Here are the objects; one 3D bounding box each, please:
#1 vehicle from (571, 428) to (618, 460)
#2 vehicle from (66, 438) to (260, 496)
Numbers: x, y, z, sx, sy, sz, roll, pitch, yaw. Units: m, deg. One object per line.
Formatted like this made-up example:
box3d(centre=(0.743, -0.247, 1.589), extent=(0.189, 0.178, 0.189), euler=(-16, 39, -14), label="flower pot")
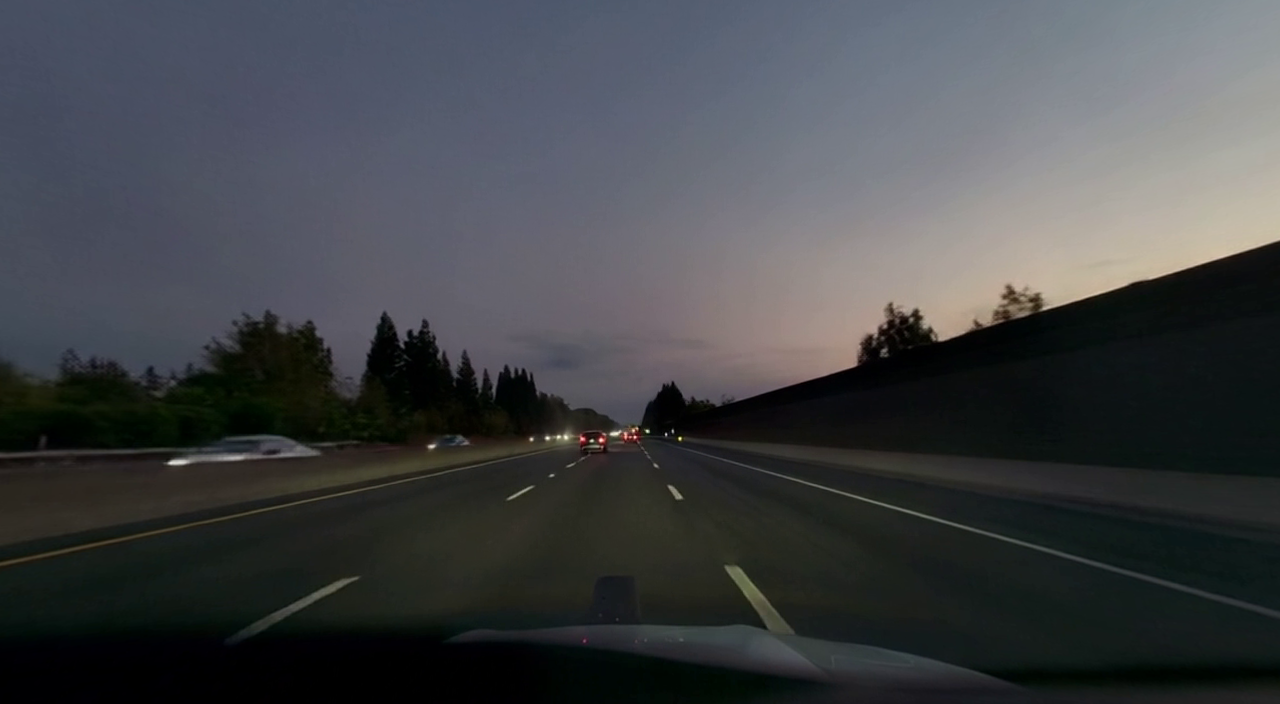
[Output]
box3d(centre=(-2.538, 5.278, 36.380), extent=(2.306, 1.730, 4.606), euler=(0, -8, 1), label="vehicle")
box3d(centre=(-13.711, 3.284, 18.593), extent=(2.049, 1.445, 4.697), euler=(0, -8, 0), label="vehicle")
